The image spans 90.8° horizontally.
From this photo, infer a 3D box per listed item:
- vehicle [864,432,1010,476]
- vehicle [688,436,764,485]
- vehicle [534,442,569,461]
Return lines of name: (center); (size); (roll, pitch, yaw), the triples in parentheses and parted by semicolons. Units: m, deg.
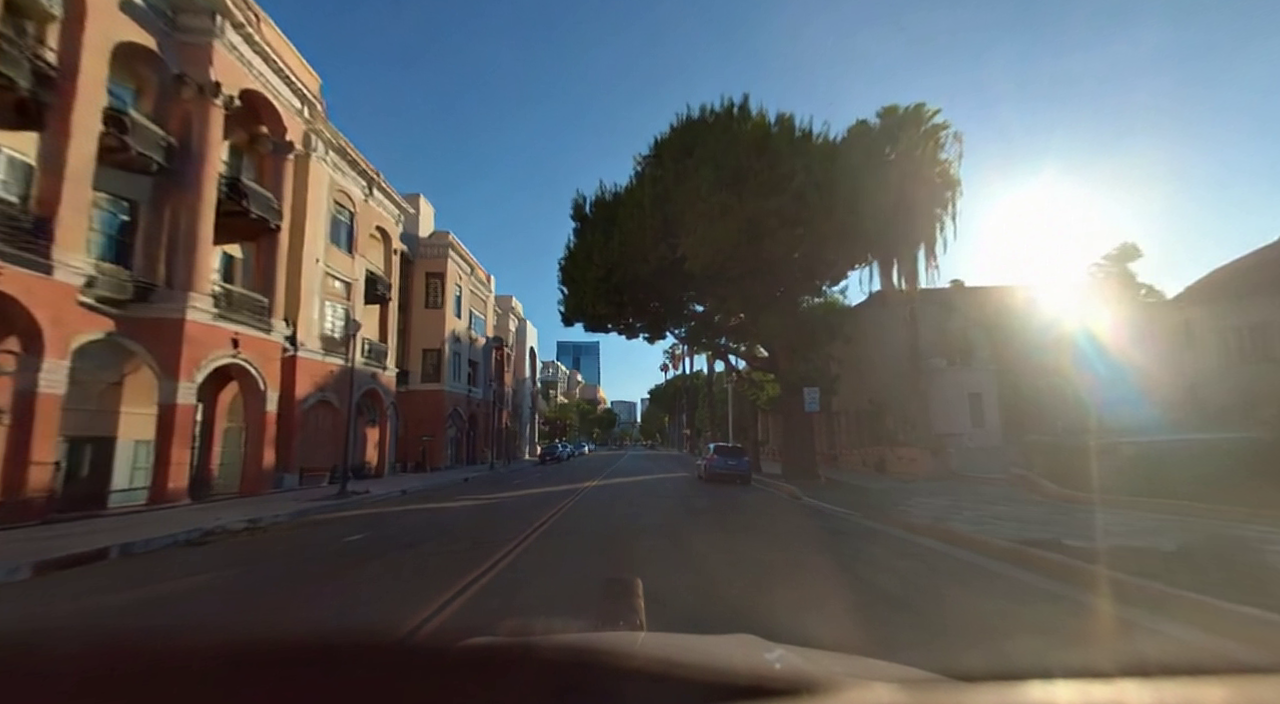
vehicle: (11.864, 4.089, 25.471); (4.782, 1.657, 2.172); (1, -8, -4)
vehicle: (2.895, 3.747, 22.285); (1.985, 1.543, 4.112); (0, -8, -2)
vehicle: (-6.731, 7.636, 48.596); (2.142, 1.401, 4.477); (0, -8, -1)
